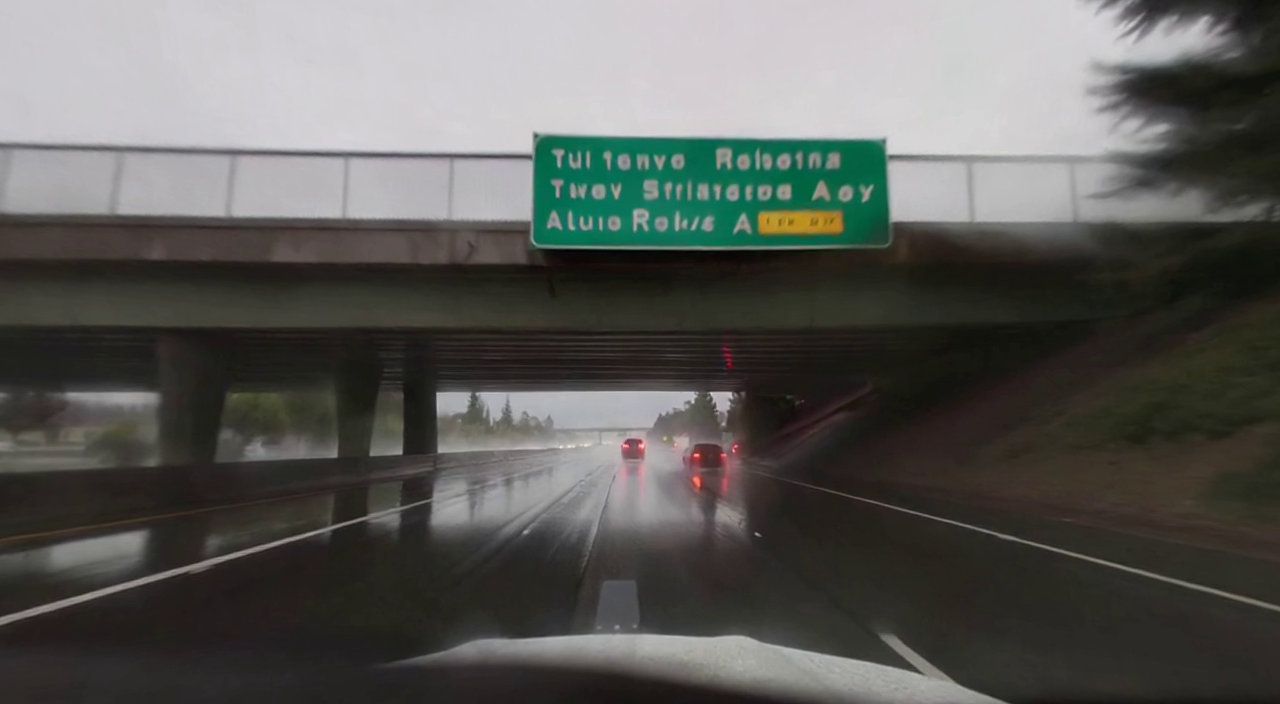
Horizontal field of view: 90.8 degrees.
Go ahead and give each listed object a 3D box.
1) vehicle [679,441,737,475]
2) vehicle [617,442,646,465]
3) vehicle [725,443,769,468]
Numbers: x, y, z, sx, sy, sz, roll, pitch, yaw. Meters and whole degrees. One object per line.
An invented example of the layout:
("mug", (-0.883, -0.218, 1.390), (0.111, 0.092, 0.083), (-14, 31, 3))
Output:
("vehicle", (3.131, 5.015, 30.037), (2.076, 1.472, 4.562), (0, -9, -2))
("vehicle", (-0.655, 7.428, 46.475), (2.029, 1.595, 4.207), (0, -9, -1))
("vehicle", (6.917, 6.712, 41.183), (1.946, 1.497, 4.467), (0, -9, -2))
